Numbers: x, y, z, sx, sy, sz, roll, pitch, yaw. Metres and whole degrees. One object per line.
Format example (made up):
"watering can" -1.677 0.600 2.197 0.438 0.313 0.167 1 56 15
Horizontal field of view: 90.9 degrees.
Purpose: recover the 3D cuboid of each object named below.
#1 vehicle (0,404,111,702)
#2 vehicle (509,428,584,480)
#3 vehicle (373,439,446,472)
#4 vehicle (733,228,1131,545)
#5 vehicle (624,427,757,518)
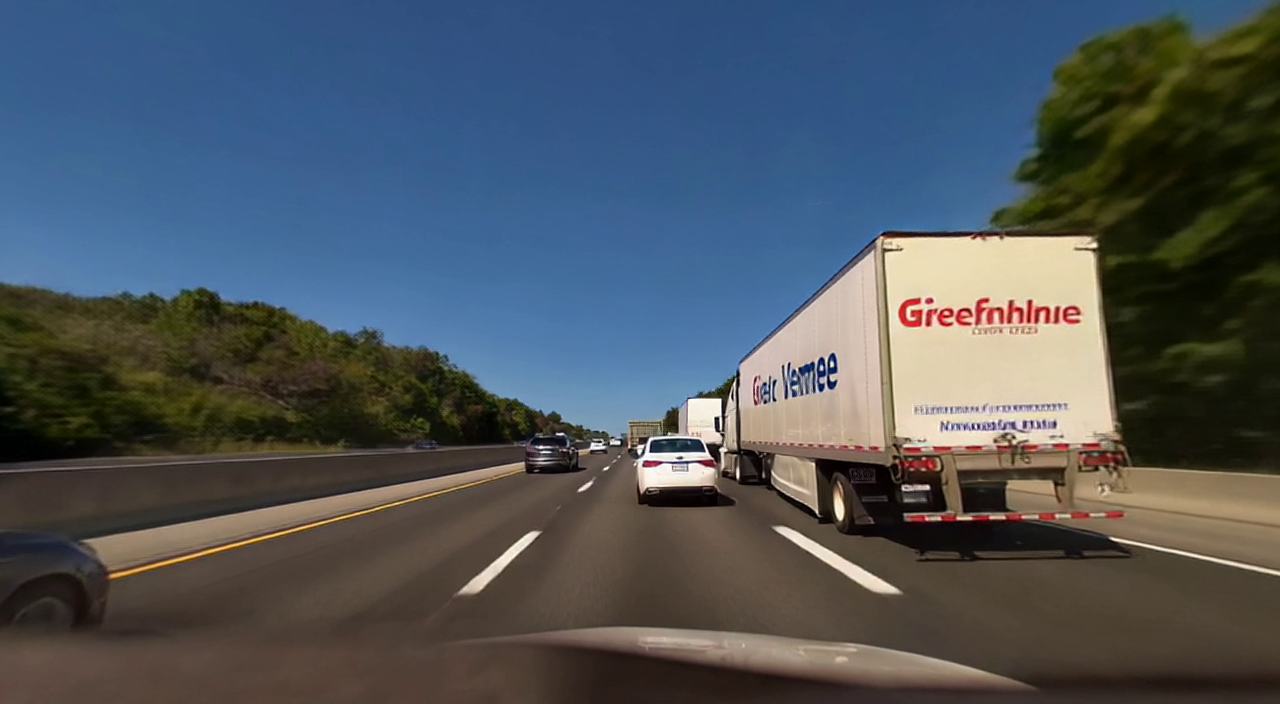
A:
"vehicle" -4.284 0.775 1.428 2.100 1.491 4.676 0 -8 0
"vehicle" -3.317 3.700 23.286 2.006 1.729 4.447 0 -8 1
"vehicle" -10.950 4.933 30.241 2.028 1.444 3.571 0 -8 2
"vehicle" 4.707 1.338 15.233 2.883 4.070 14.423 0 -8 0
"vehicle" 0.826 2.299 12.656 2.200 1.495 4.282 0 -8 0
